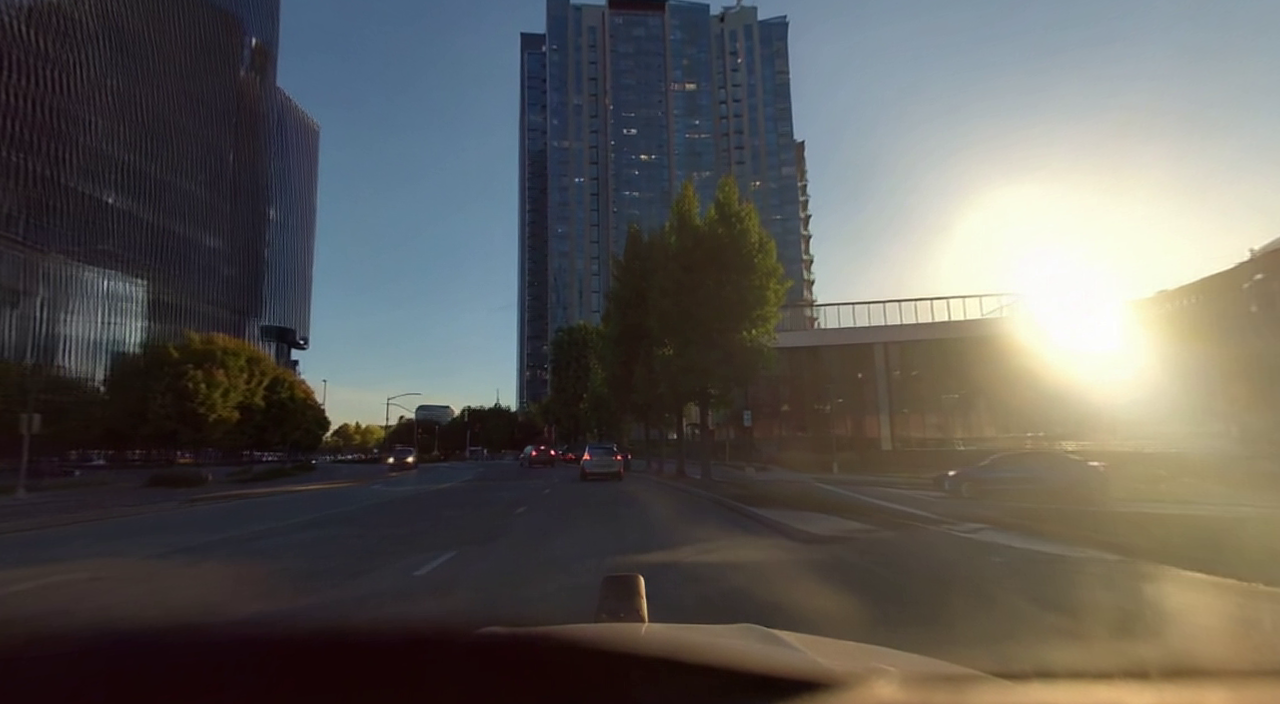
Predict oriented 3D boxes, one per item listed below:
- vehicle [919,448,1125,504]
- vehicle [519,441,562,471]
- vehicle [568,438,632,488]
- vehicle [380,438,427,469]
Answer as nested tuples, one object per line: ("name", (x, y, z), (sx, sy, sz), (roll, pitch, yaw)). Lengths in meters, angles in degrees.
("vehicle", (11.080, 3.620, 18.640), (4.645, 1.505, 2.100), (-1, -9, 7))
("vehicle", (-6.261, 6.446, 39.167), (2.121, 1.728, 4.161), (3, -9, -16))
("vehicle", (-1.467, 4.111, 23.682), (2.183, 1.675, 4.319), (0, -9, -3))
("vehicle", (-17.315, 7.542, 46.467), (2.334, 1.945, 5.298), (6, -12, -12))
